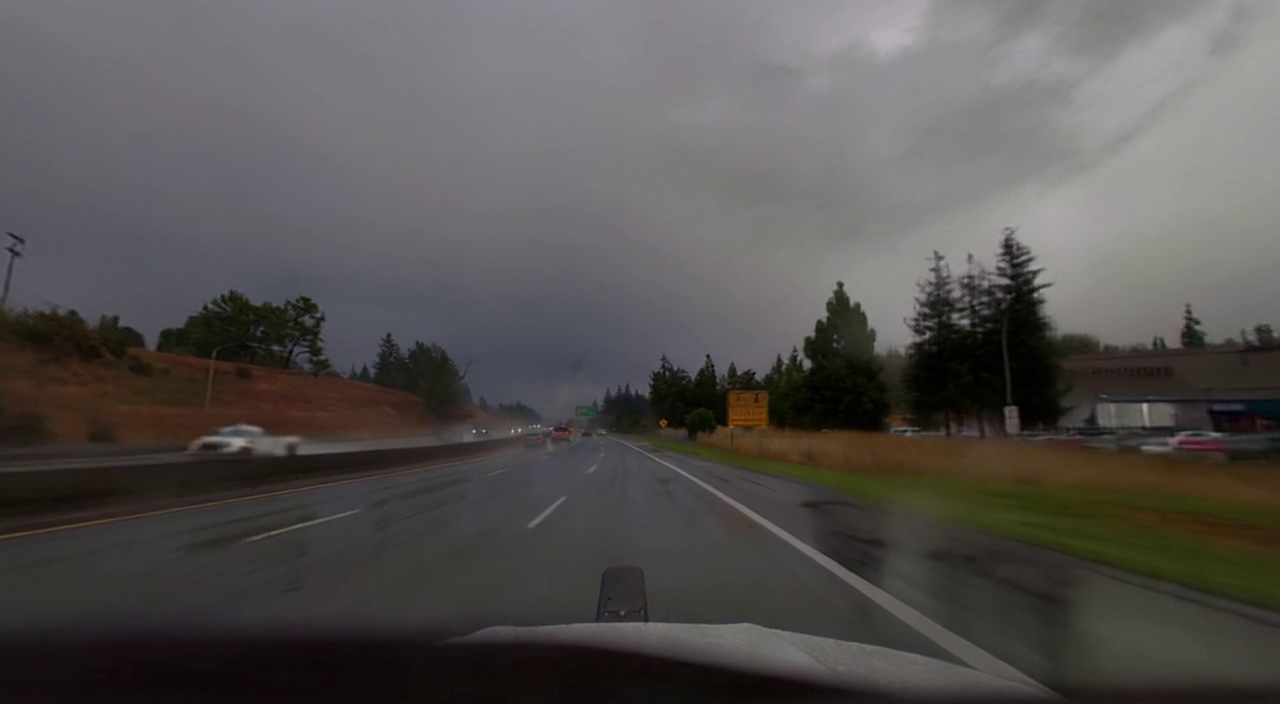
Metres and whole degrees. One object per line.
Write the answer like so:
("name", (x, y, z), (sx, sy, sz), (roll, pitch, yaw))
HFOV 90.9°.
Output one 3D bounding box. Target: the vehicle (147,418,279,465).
("vehicle", (-17.908, 3.821, 26.829), (2.357, 1.800, 4.732), (0, -8, -1))
